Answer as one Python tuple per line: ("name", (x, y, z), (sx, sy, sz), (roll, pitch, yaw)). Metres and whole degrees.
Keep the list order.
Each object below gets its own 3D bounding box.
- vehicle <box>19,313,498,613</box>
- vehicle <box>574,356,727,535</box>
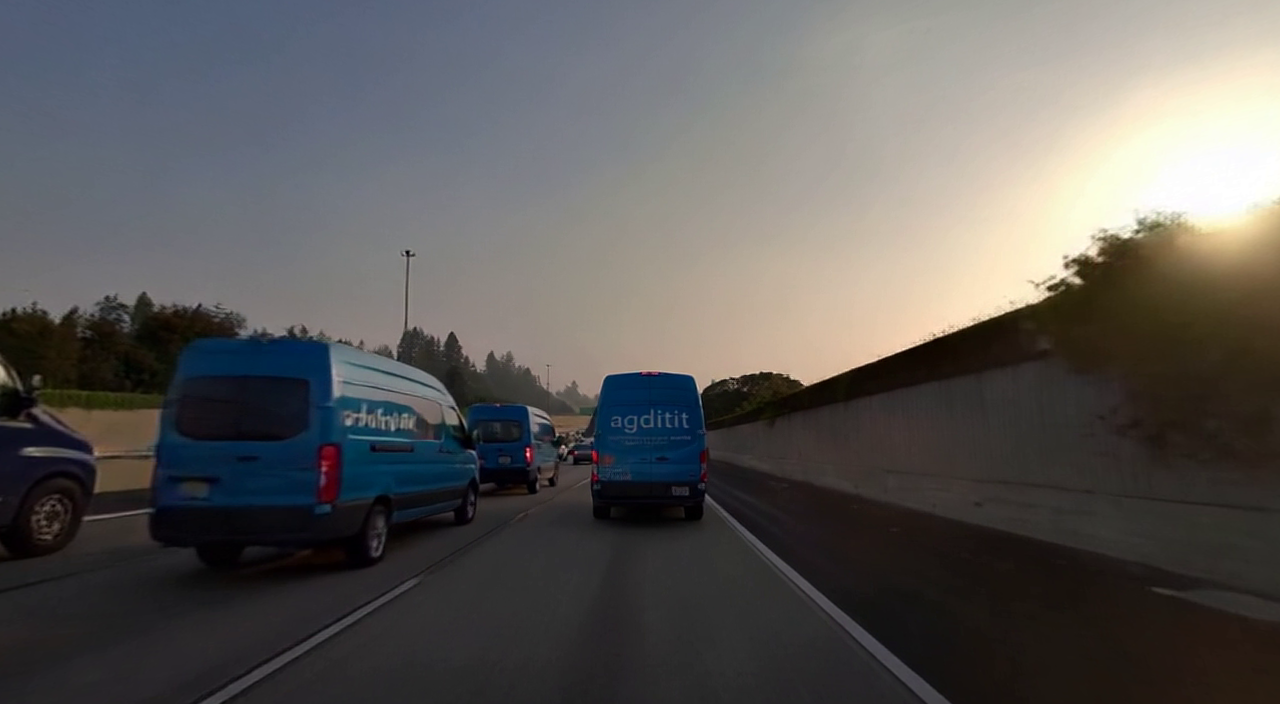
("vehicle", (-3.703, 1.280, 7.941), (2.729, 2.439, 5.418), (0, -8, -2))
("vehicle", (0.147, 1.884, 12.911), (2.316, 2.738, 6.398), (0, -9, 0))
